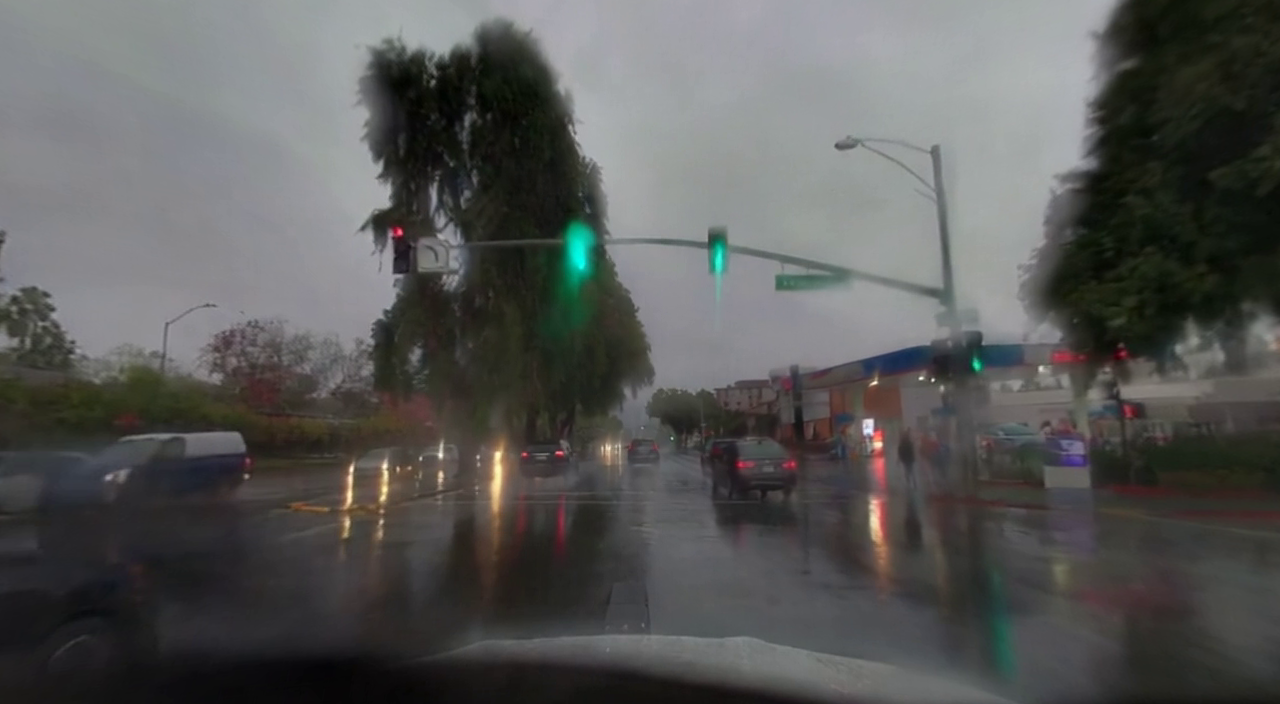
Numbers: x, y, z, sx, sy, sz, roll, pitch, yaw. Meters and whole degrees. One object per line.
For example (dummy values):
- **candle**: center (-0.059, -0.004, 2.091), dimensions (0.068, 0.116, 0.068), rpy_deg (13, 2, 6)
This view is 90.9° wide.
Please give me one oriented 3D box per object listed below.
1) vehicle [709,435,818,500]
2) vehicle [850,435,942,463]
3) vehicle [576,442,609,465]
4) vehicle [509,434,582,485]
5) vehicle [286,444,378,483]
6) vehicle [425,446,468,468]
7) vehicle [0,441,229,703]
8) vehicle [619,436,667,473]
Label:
- **vehicle**: center (3.129, 3.030, 16.976), dimensions (1.919, 1.502, 4.572), rpy_deg (0, -8, -1)
- **vehicle**: center (15.992, 6.064, 39.527), dimensions (1.860, 1.587, 4.949), rpy_deg (8, -12, -44)
- **vehicle**: center (-3.183, 6.890, 42.878), dimensions (1.901, 1.483, 4.372), rpy_deg (0, -8, 0)
- **vehicle**: center (-3.294, 3.836, 22.755), dimensions (1.988, 1.645, 3.995), rpy_deg (0, -8, 1)
- **vehicle**: center (-15.067, 5.440, 31.175), dimensions (2.080, 1.756, 4.723), rpy_deg (0, -8, 0)
- **vehicle**: center (-15.085, 8.202, 49.278), dimensions (1.905, 1.613, 4.331), rpy_deg (0, -8, 1)
- **vehicle**: center (-3.347, 0.856, 1.282), dimensions (2.013, 1.354, 4.393), rpy_deg (0, -8, 1)
- **vehicle**: center (0.119, 4.960, 30.692), dimensions (2.192, 1.674, 4.124), rpy_deg (0, -8, 0)
